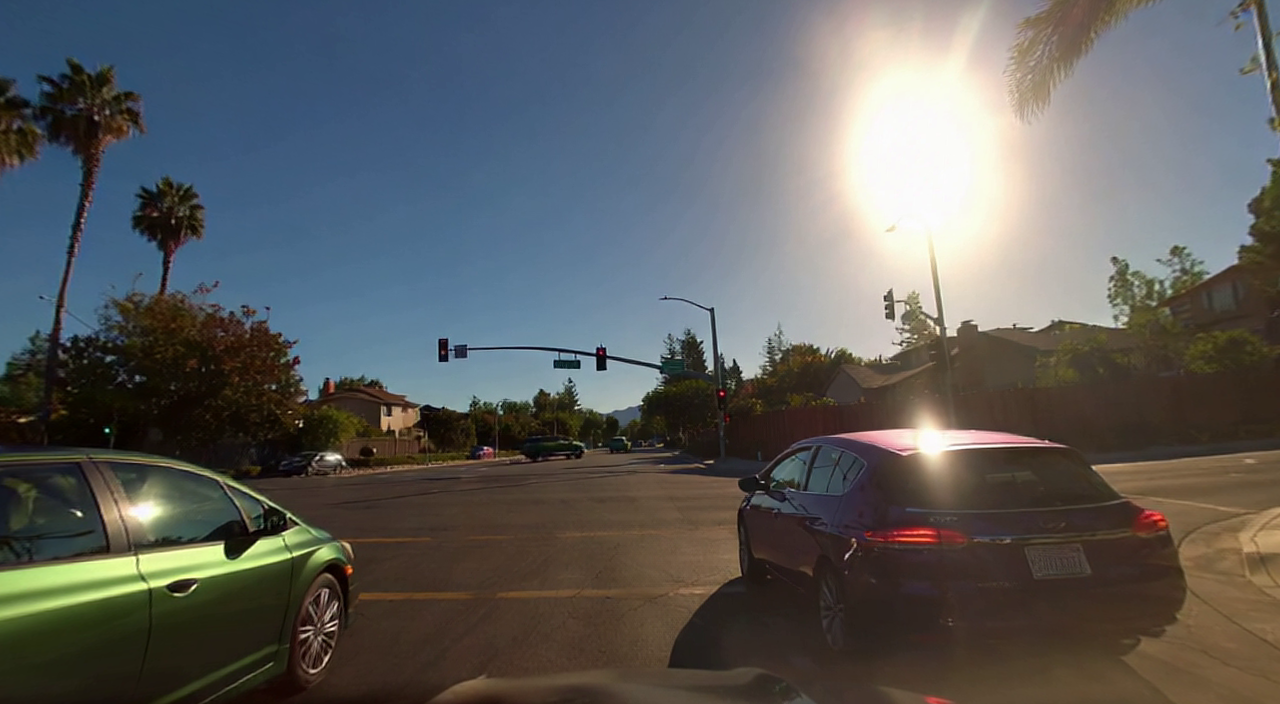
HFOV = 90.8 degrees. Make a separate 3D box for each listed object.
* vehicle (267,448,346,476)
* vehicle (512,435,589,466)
[{"bbox_3d":[-19.998,6.607,38.152,2.084,1.528,4.778,-1,-9,2],"label":"vehicle"},{"bbox_3d":[-4.845,5.437,34.920,2.083,1.541,4.777,-4,-9,22],"label":"vehicle"}]
